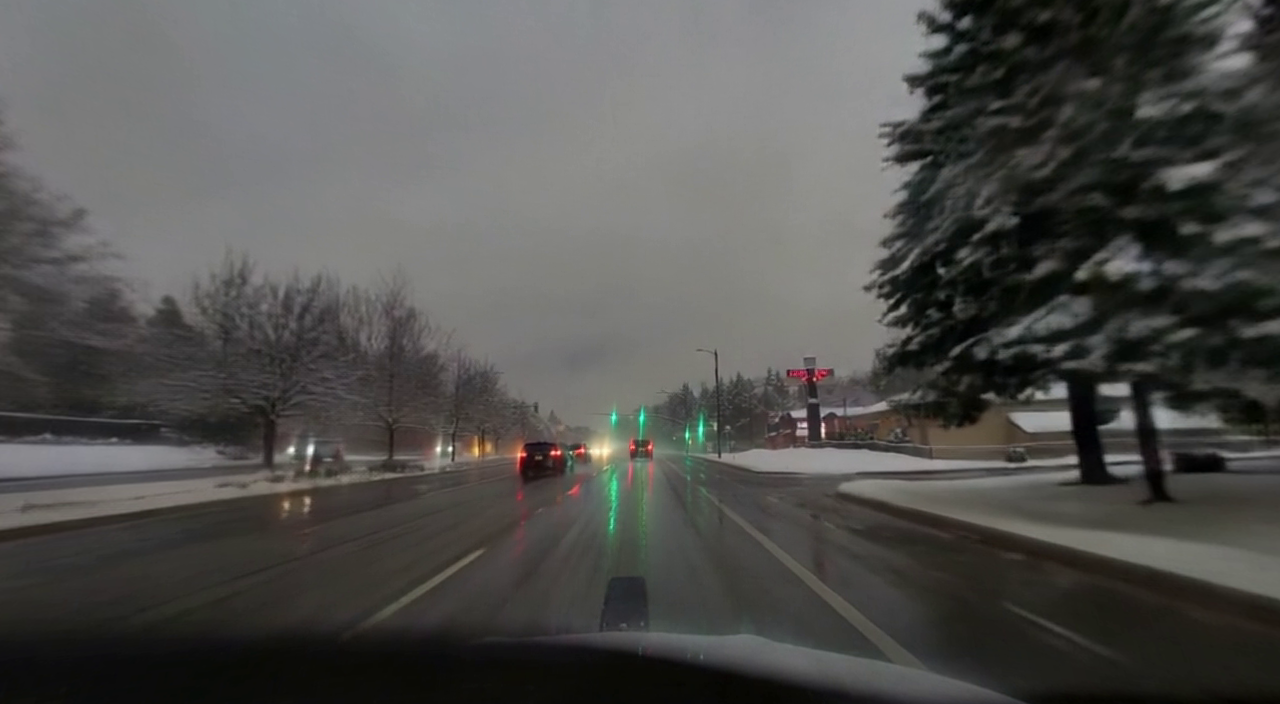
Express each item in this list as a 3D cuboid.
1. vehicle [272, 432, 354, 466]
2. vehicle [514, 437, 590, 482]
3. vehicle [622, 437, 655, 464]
[{"bbox_3d":[-17.357,5.174,33.747,2.032,1.689,4.624,0,-8,-2],"label":"vehicle"},{"bbox_3d":[-3.032,3.829,22.769,2.015,1.470,4.458,0,-8,1],"label":"vehicle"},{"bbox_3d":[-0.103,6.718,43.166,2.153,1.764,4.047,0,-8,0],"label":"vehicle"}]
